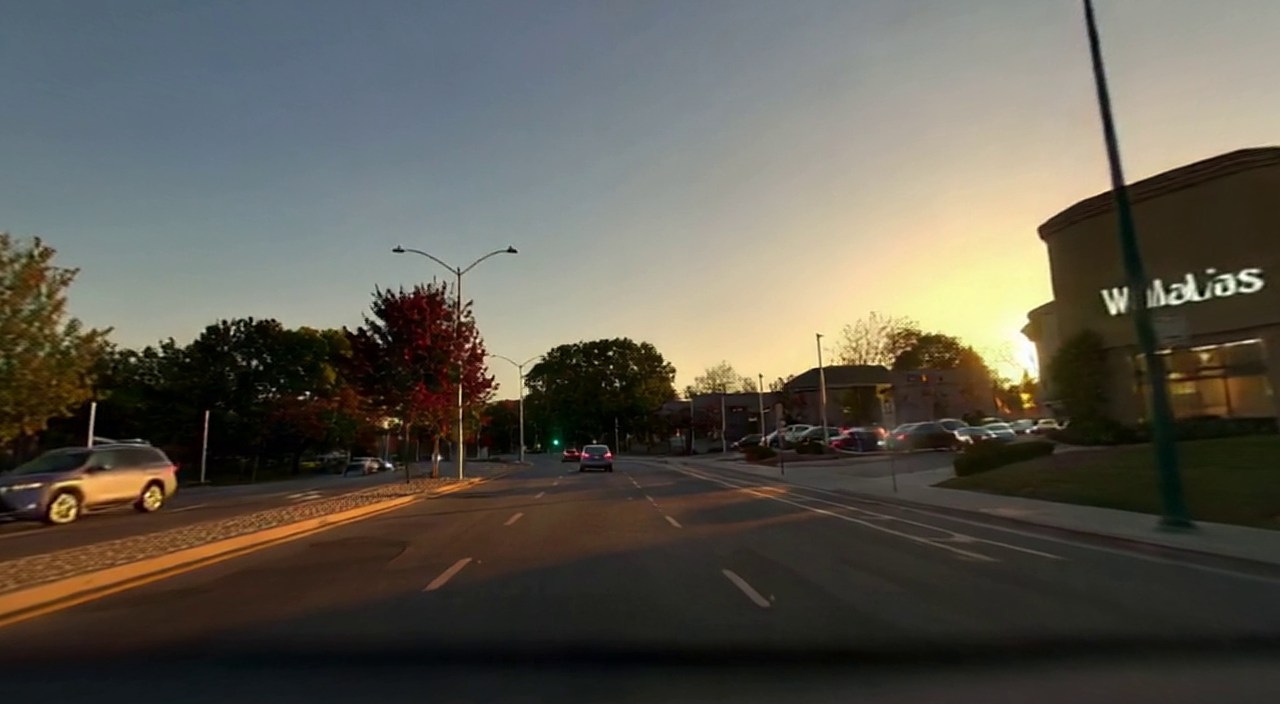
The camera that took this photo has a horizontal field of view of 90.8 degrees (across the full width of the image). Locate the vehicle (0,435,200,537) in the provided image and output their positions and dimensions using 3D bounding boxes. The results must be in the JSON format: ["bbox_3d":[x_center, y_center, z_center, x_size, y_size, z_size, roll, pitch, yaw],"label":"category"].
[{"bbox_3d":[-12.171,2.703,13.485,2.275,1.752,4.858,1,-9,-4],"label":"vehicle"}]

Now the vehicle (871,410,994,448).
[{"bbox_3d":[14.009,3.758,30.447,4.851,1.737,2.189,1,-9,-7],"label":"vehicle"}]

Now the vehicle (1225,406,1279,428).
[{"bbox_3d":[44.683,4.648,44.935,1.784,1.481,4.199,1,-8,-7],"label":"vehicle"}]

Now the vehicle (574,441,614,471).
[{"bbox_3d":[-2.794,6.135,37.473,2.197,1.642,4.312,1,-9,-7],"label":"vehicle"}]

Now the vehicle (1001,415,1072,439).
[{"bbox_3d":[28.212,5.401,45.125,1.900,1.570,4.438,1,-9,-4],"label":"vehicle"}]

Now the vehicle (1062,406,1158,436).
[{"bbox_3d":[28.677,4.298,38.745,2.175,1.626,4.598,1,-9,-3],"label":"vehicle"}]
